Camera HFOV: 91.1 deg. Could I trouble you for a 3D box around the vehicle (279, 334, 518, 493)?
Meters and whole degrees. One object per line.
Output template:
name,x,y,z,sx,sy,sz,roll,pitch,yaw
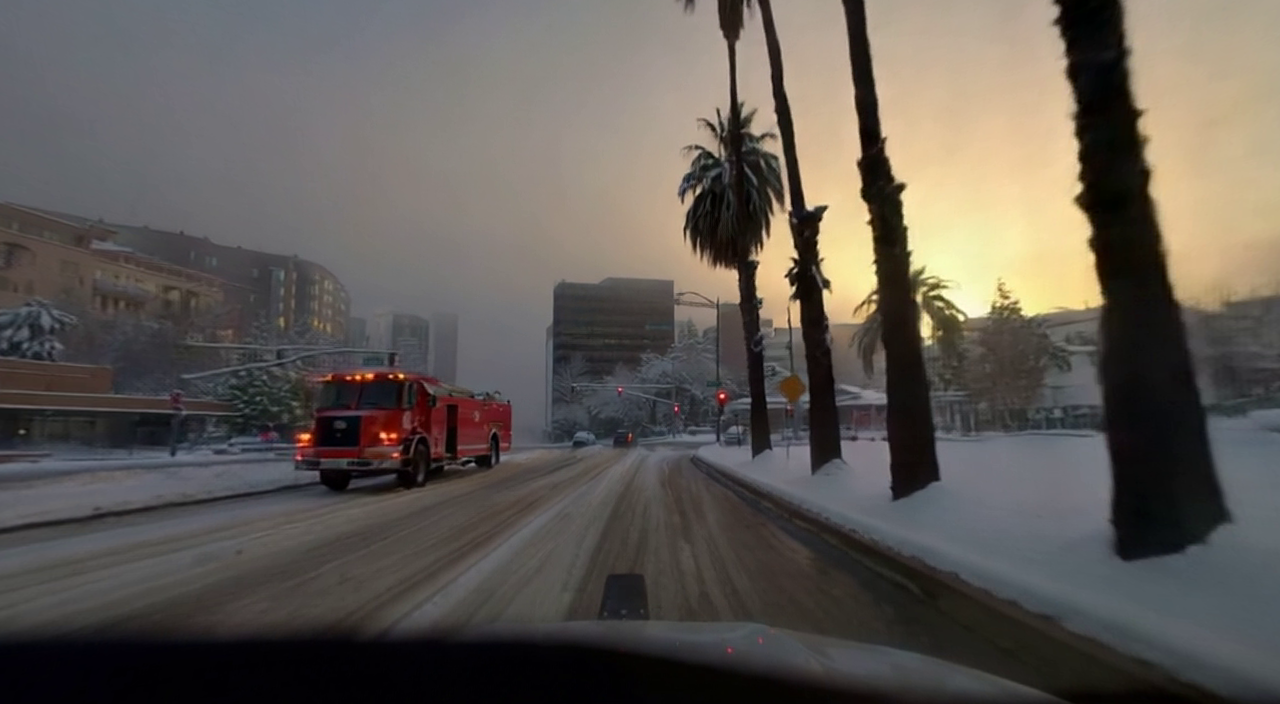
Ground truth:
vehicle,-6.786,2.267,20.623,3.008,3.730,11.786,0,-8,1

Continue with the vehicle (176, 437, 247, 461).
vehicle,-33.581,7.644,49.220,4.470,1.613,1.897,-4,-10,11
